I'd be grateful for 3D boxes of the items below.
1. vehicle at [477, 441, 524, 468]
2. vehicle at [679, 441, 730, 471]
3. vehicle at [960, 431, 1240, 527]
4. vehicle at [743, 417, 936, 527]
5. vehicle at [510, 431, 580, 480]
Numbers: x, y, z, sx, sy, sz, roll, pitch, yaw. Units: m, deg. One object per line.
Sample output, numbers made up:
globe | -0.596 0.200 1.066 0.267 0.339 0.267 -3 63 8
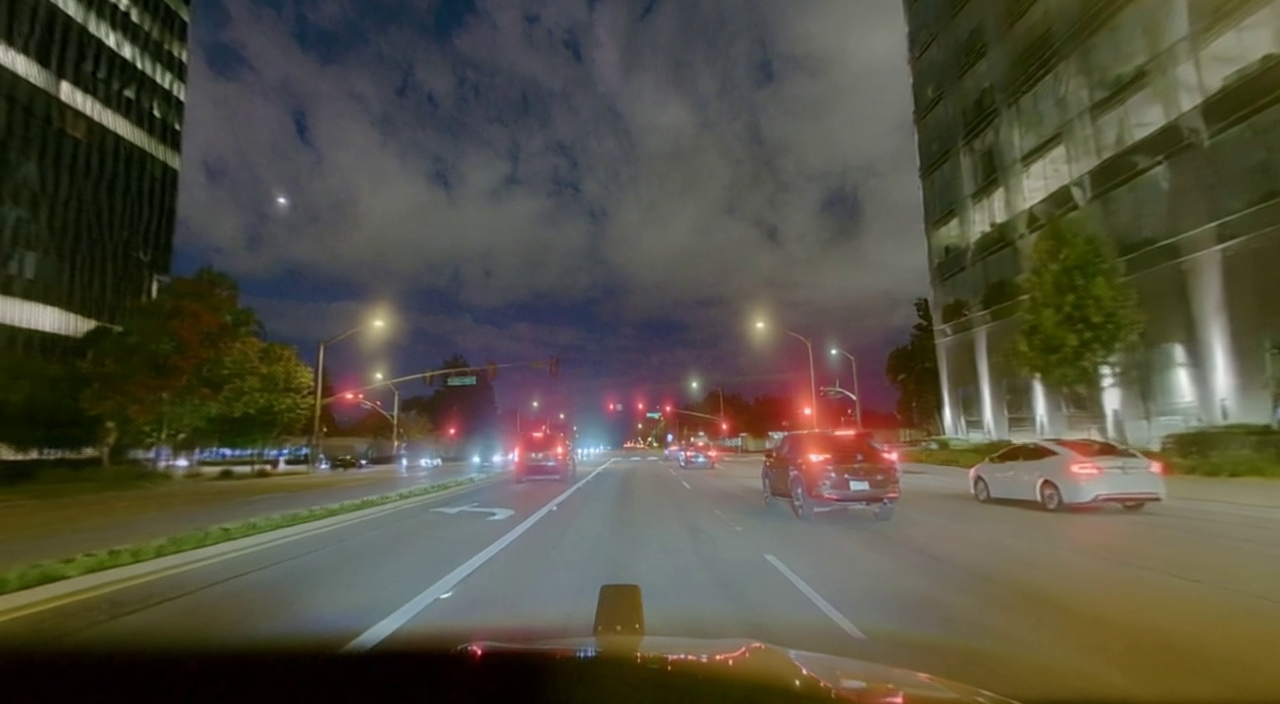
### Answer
vehicle | -9.055 6.675 41.411 2.036 1.655 4.529 0 -8 0
vehicle | 3.339 5.468 33.482 2.054 1.473 4.511 0 -8 -2
vehicle | 8.528 2.367 12.453 1.944 1.503 4.723 0 -8 0
vehicle | 3.594 2.268 12.539 2.152 1.742 4.704 0 -8 -2
vehicle | -3.715 4.126 25.363 2.155 1.797 3.989 -1 -8 0
